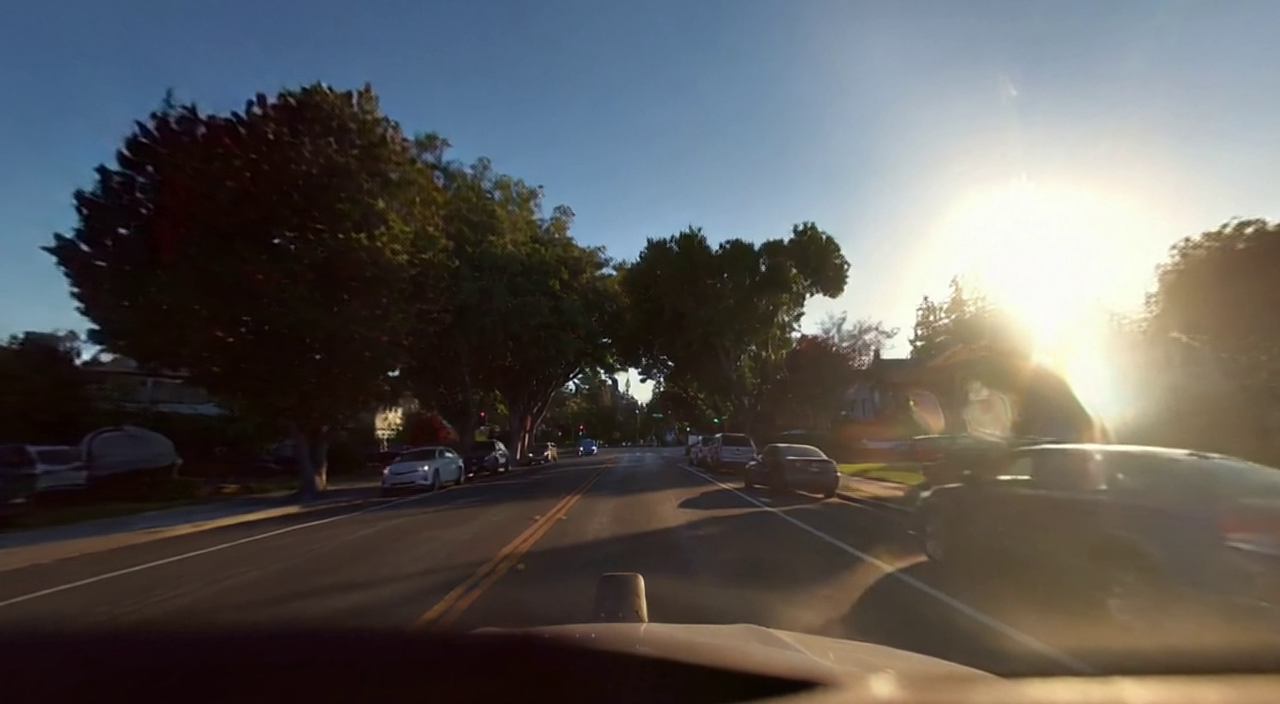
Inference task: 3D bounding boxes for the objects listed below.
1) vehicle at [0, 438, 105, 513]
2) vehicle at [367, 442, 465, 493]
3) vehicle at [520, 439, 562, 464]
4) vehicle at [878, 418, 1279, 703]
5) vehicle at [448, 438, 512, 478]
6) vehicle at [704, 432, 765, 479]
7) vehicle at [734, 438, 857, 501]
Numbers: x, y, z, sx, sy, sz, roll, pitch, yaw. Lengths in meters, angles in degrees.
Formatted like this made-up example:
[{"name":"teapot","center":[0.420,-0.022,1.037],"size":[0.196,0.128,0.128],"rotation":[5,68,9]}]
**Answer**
[{"name":"vehicle","center":[-14.157,2.621,13.469],"size":[1.921,1.518,3.799],"rotation":[0,-9,2]},{"name":"vehicle","center":[-7.526,3.879,21.548],"size":[1.976,1.554,3.654],"rotation":[0,-8,1]},{"name":"vehicle","center":[-7.313,7.377,46.870],"size":[2.150,1.766,5.483],"rotation":[0,-8,1]},{"name":"vehicle","center":[4.026,1.414,5.529],"size":[2.005,1.466,4.767],"rotation":[0,-8,0]},{"name":"vehicle","center":[-7.541,5.035,30.168],"size":[1.994,1.718,4.518],"rotation":[0,-8,-1]},{"name":"vehicle","center":[3.887,4.308,26.606],"size":[1.908,1.788,4.397],"rotation":[0,-8,1]},{"name":"vehicle","center":[3.918,3.025,16.671],"size":[2.036,1.405,4.312],"rotation":[0,-8,-2]}]
